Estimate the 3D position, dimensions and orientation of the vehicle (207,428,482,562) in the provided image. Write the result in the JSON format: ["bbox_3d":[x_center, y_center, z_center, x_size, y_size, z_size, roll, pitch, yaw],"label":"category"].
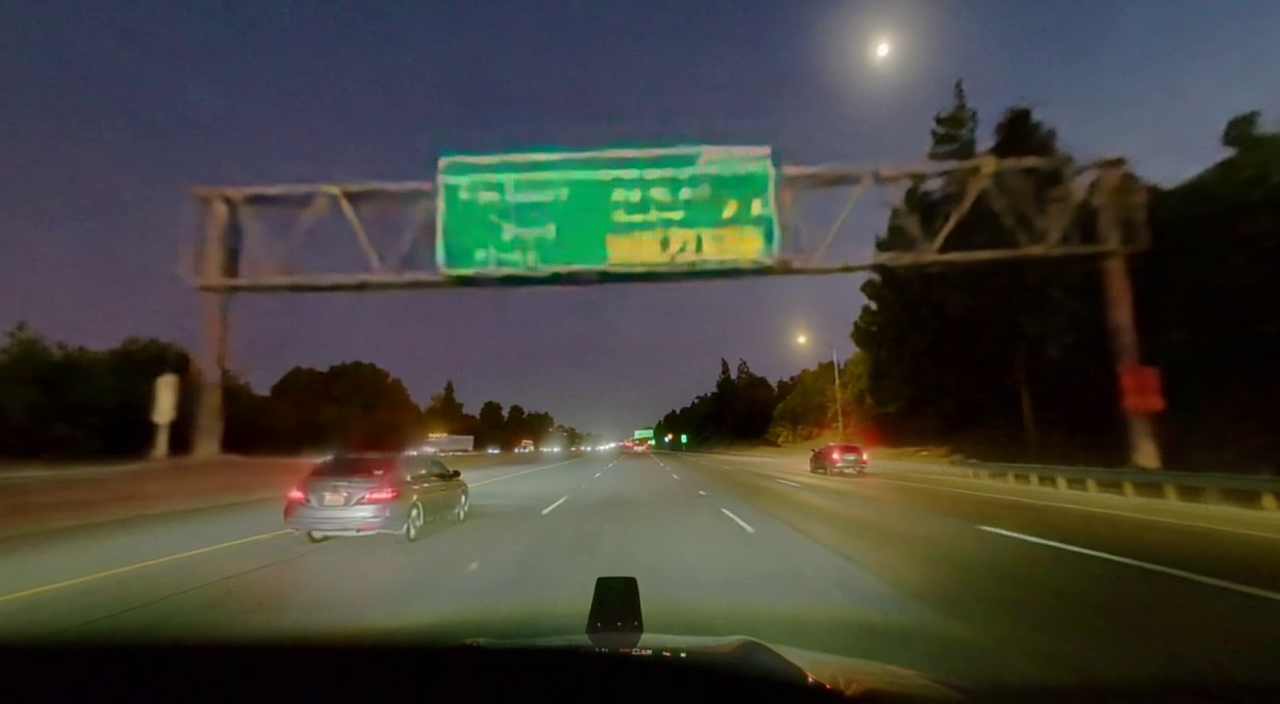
[{"bbox_3d":[-4.007,2.002,9.590,2.050,1.547,4.266,0,-9,1],"label":"vehicle"}]
